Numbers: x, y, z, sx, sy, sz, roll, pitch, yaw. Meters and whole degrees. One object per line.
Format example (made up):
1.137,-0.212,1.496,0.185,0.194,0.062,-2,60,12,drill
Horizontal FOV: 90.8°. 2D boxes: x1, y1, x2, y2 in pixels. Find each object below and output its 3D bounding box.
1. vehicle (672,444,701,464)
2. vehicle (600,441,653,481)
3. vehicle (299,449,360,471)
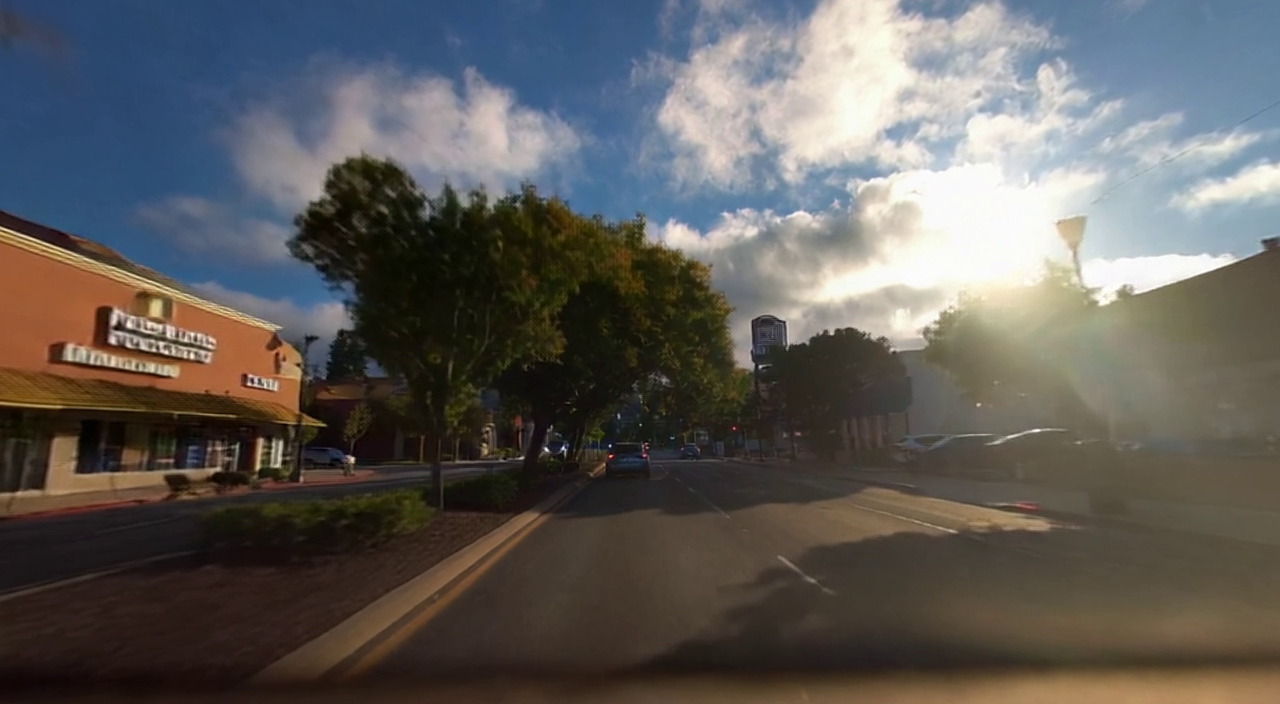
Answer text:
3.632,8.002,49.847,1.910,1.474,4.003,0,-8,-1,vehicle
-0.506,4.358,25.556,2.006,1.487,3.535,0,-8,0,vehicle
-23.408,8.150,47.732,3.650,1.487,1.757,-1,-8,-1,vehicle
